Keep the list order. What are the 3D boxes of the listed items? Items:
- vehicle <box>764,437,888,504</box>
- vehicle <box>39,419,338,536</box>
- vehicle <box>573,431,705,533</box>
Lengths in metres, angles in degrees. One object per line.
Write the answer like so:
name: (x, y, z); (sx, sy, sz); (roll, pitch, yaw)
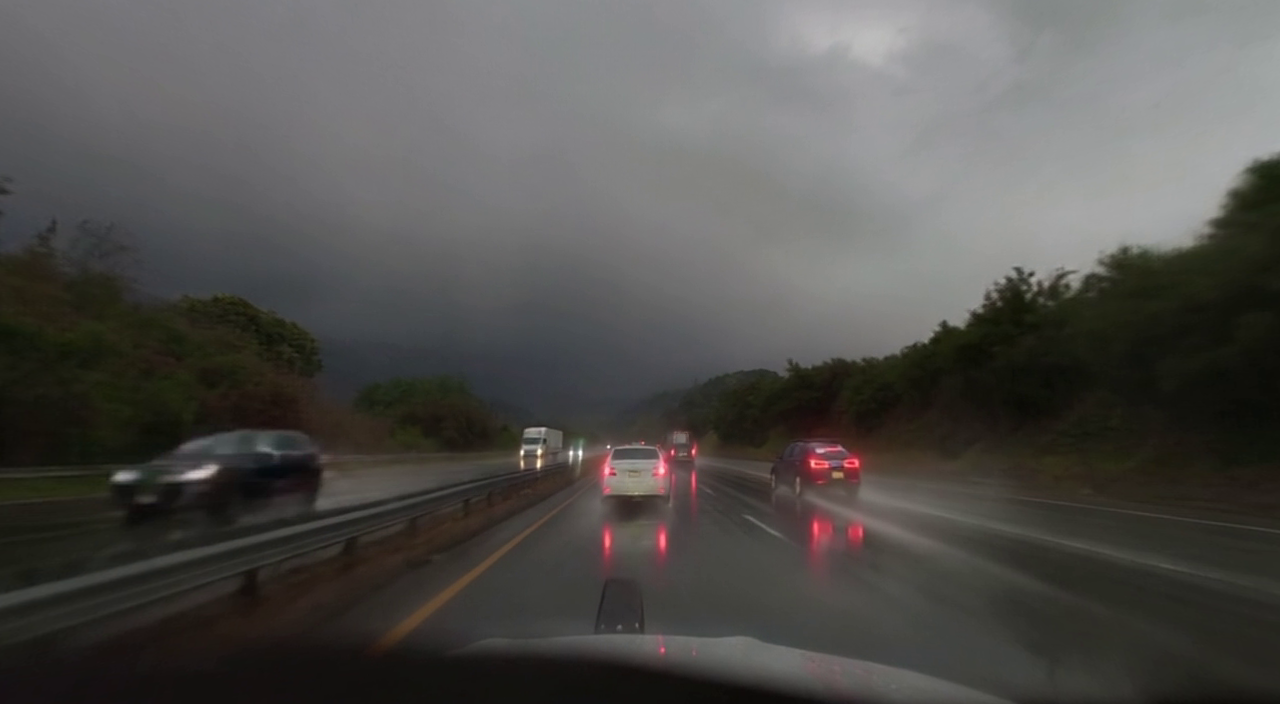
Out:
vehicle: (4.648, 3.013, 16.377); (1.931, 1.516, 3.995); (0, -9, -1)
vehicle: (-8.639, 2.446, 12.923); (2.178, 1.875, 5.264); (0, -9, 0)
vehicle: (-0.060, 2.349, 11.848); (2.088, 1.580, 3.657); (0, -9, -1)
